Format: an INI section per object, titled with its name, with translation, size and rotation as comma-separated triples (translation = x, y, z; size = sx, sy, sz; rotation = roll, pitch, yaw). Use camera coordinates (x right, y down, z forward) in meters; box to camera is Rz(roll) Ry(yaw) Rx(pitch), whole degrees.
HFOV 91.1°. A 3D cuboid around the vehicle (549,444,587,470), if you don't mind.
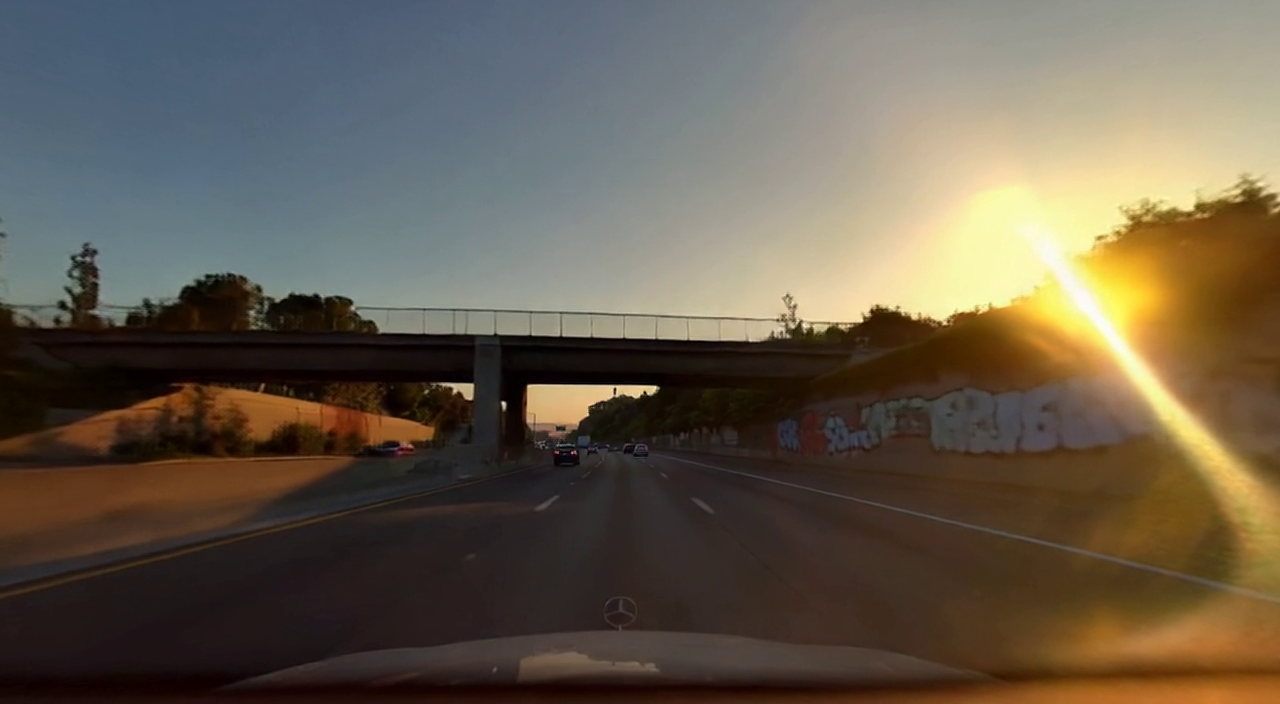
[vehicle]
translation = -4.253, 6.253, 37.576
size = 1.871, 1.459, 3.771
rotation = 0, -9, -1
